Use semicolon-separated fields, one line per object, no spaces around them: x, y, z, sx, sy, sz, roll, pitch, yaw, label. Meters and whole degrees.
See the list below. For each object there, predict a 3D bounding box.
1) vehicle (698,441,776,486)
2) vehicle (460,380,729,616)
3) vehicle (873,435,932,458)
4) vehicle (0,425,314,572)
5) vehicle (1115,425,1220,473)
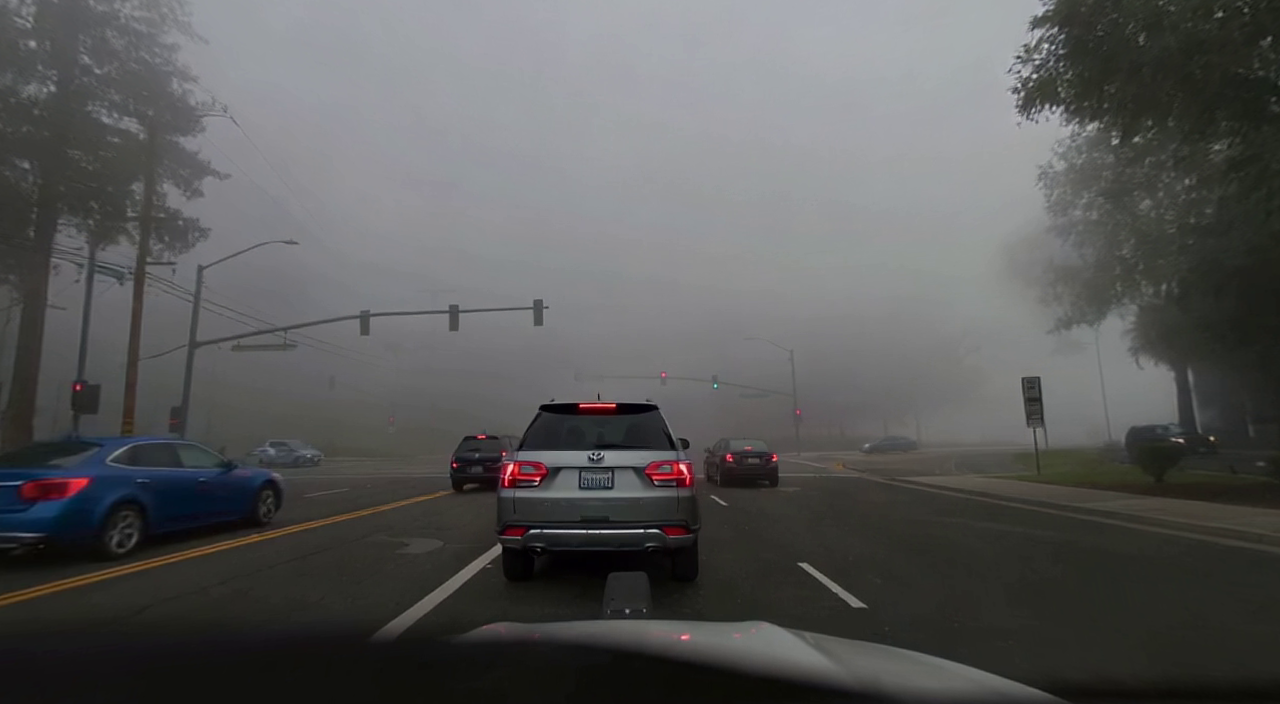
3.314;3.904;22.386;2.104;1.441;4.240;0;-8;1;vehicle
-0.342;1.440;7.094;2.064;1.817;4.298;0;-8;0;vehicle
20.004;7.199;47.930;4.361;1.653;2.034;6;-10;-35;vehicle
-6.996;1.856;8.934;2.060;1.473;4.950;0;-8;0;vehicle
19.246;3.512;22.938;4.215;1.578;1.892;7;-11;-37;vehicle
